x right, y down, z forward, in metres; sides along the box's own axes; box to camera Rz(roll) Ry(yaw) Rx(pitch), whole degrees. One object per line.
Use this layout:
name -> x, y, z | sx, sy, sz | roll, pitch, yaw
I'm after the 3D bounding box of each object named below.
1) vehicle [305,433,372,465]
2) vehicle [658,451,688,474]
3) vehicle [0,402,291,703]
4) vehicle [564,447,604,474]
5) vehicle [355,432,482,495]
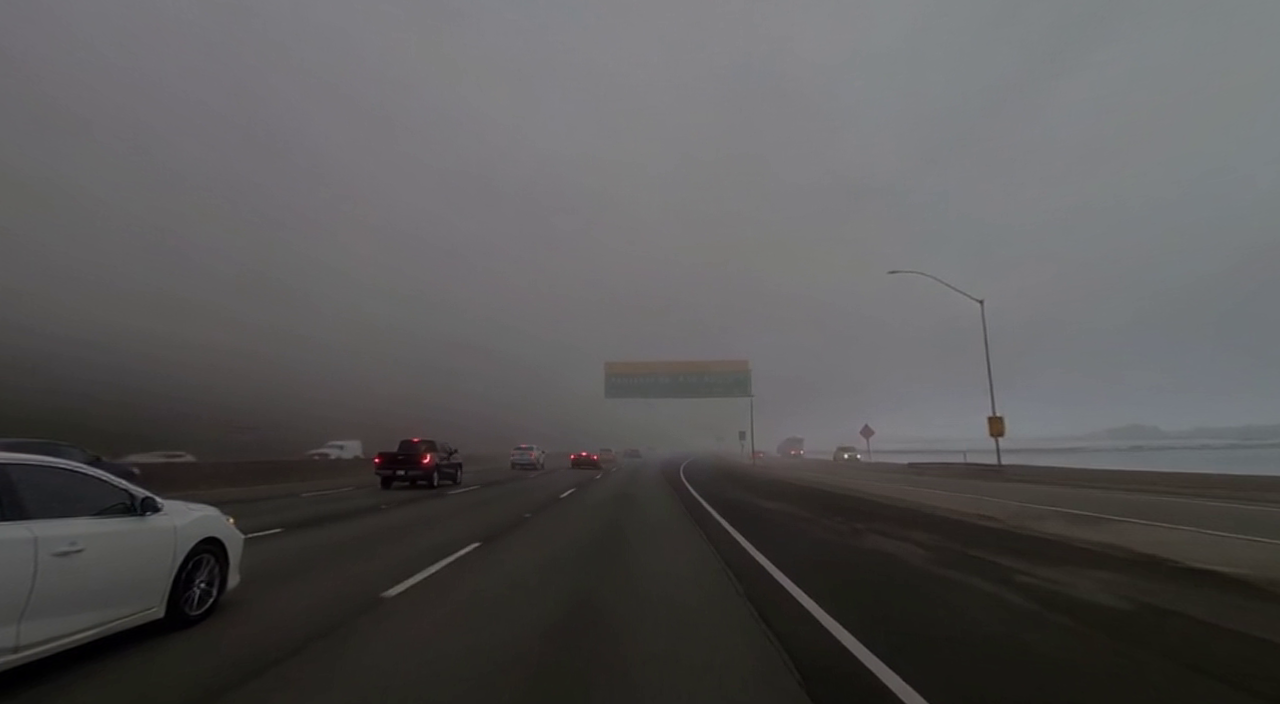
vehicle -> -23.597, 7.619, 49.520 | 2.237, 2.265, 5.746 | 0, -9, 2
vehicle -> 2.462, 8.229, 47.070 | 2.153, 1.510, 4.646 | 0, -9, 3
vehicle -> -4.123, 1.037, 3.196 | 2.027, 1.547, 4.511 | 0, -9, 1
vehicle -> -3.667, 7.227, 42.254 | 2.132, 1.708, 4.571 | 0, -9, 1
vehicle -> -7.466, 3.823, 22.034 | 2.250, 1.870, 5.647 | 0, -9, 2
